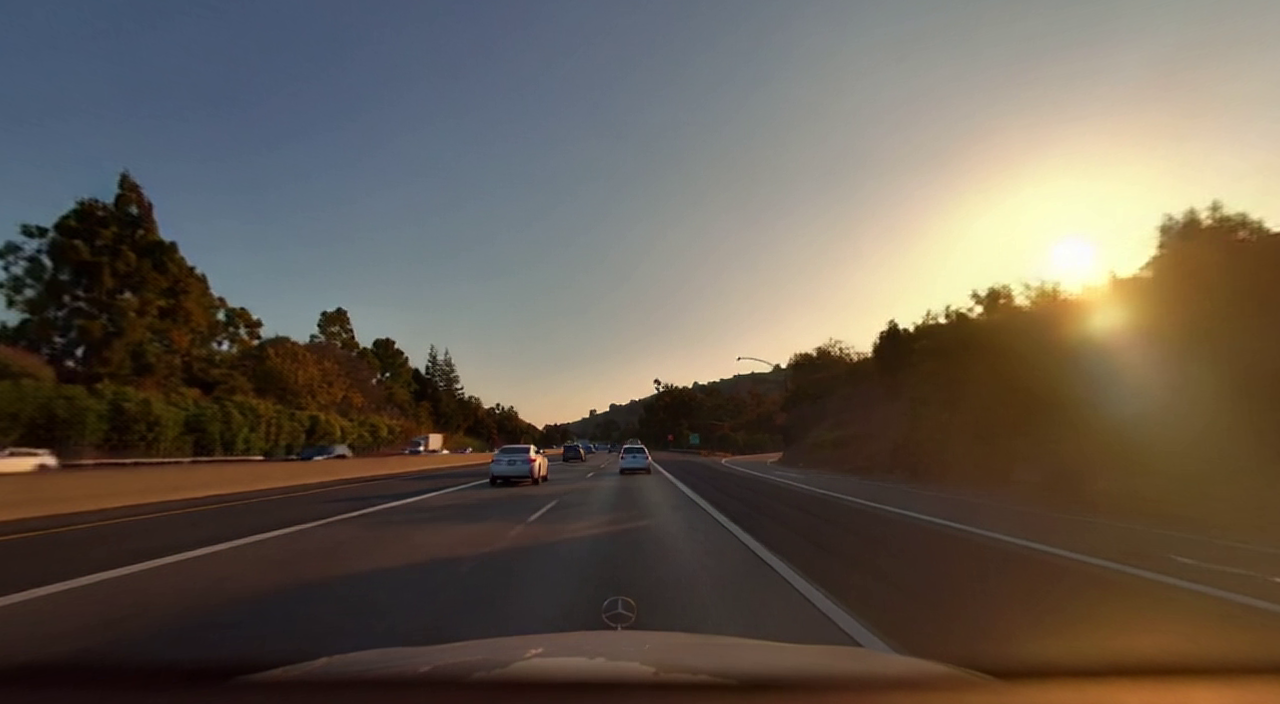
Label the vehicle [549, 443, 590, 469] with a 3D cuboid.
[{"bbox_3d":[-4.407,6.559,40.009,2.084,1.528,4.094,0,-8,0],"label":"vehicle"}]

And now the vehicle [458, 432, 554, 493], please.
[{"bbox_3d":[-4.086,3.460,20.124,2.044,1.717,4.421,0,-8,0],"label":"vehicle"}]

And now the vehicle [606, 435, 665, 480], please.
[{"bbox_3d":[-0.189,4.549,27.515,2.378,1.750,4.355,0,-8,0],"label":"vehicle"}]

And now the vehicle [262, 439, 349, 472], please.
[{"bbox_3d":[-17.216,5.346,32.857,2.011,1.588,4.596,0,-8,0],"label":"vehicle"}]
